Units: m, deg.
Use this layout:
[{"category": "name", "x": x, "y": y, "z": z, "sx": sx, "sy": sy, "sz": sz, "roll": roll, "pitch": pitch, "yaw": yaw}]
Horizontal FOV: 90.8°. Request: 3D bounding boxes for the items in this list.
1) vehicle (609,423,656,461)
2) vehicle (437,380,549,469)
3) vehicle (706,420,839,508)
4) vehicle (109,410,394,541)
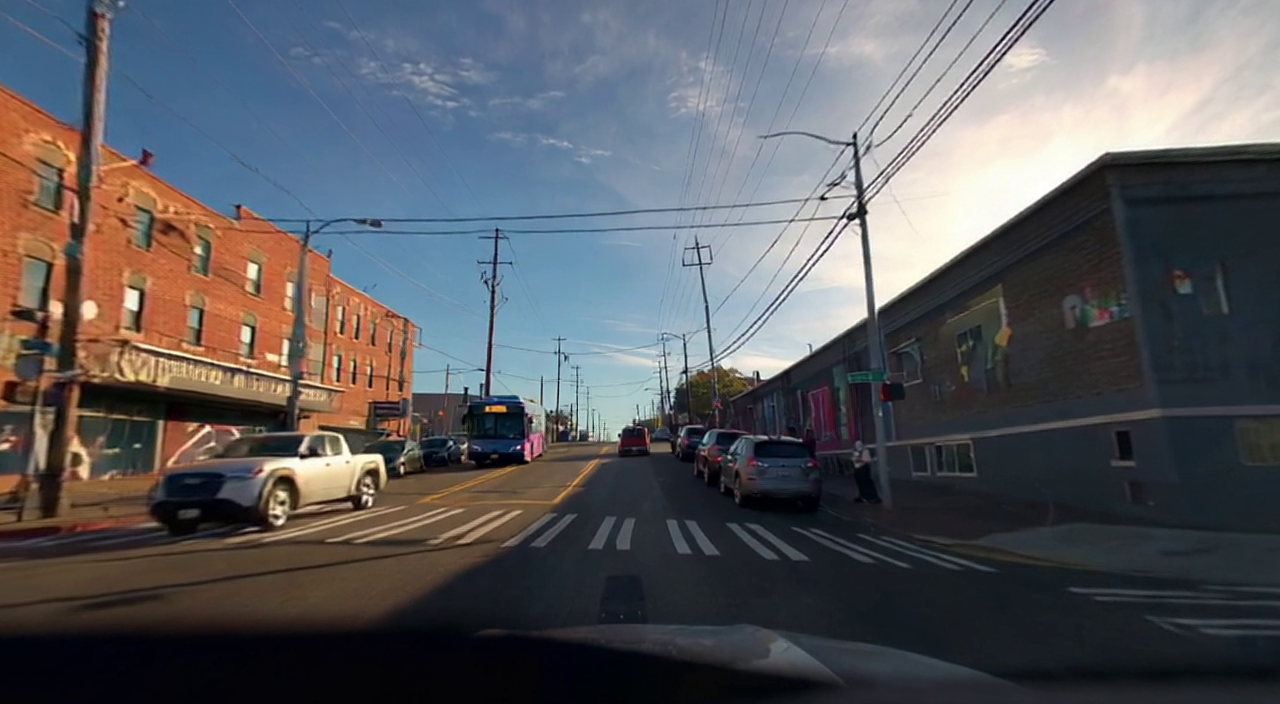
[{"category": "vehicle", "x": -0.401, "y": 4.520, "z": 31.886, "sx": 2.190, "sy": 1.783, "sz": 4.048, "roll": 0, "pitch": -8, "yaw": -1}, {"category": "vehicle", "x": -6.480, "y": 3.646, "z": 30.334, "sx": 3.297, "sy": 3.342, "sz": 12.875, "roll": 1, "pitch": -8, "yaw": -5}, {"category": "vehicle", "x": 2.937, "y": 2.664, "z": 15.161, "sx": 2.171, "sy": 1.751, "sz": 4.373, "roll": 1, "pitch": -10, "yaw": -1}, {"category": "vehicle", "x": -7.188, "y": 2.325, "z": 12.741, "sx": 2.127, "sy": 2.034, "sz": 5.559, "roll": 0, "pitch": -8, "yaw": 1}]
